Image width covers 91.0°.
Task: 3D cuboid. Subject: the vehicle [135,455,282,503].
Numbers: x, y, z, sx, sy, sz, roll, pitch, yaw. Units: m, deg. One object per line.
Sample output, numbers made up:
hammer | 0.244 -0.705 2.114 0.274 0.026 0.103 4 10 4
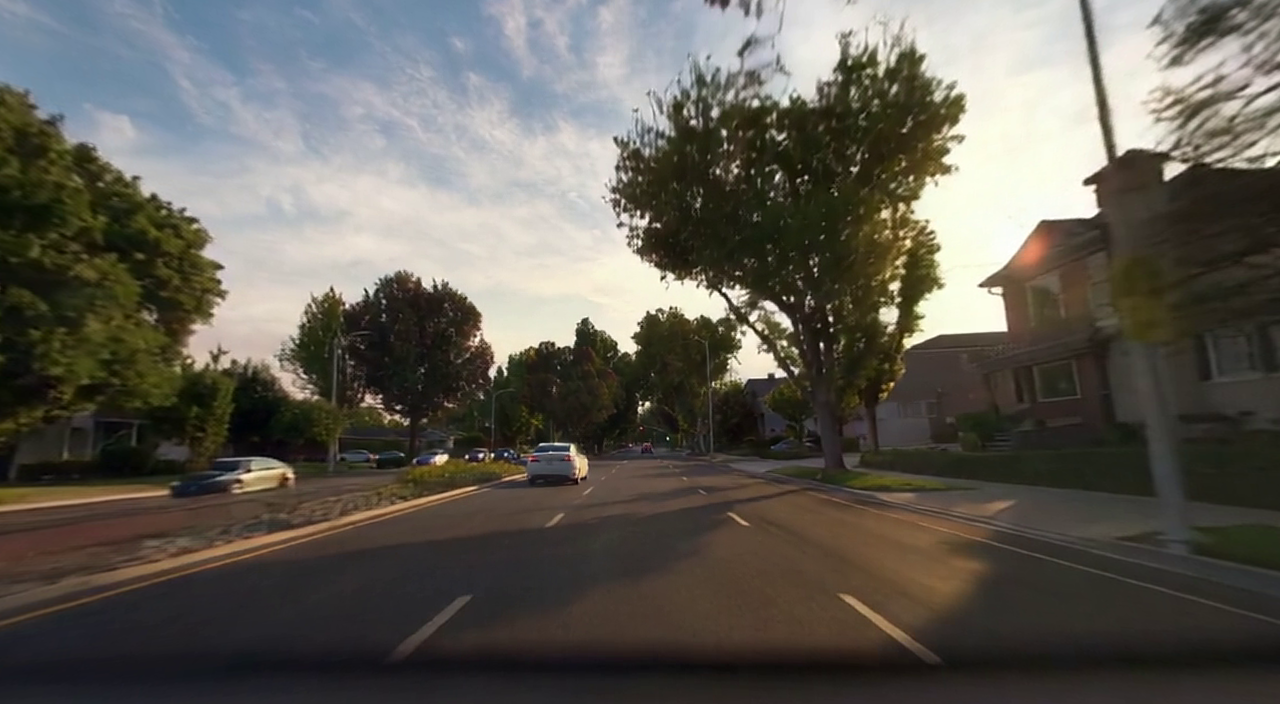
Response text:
vehicle | -15.433 4.526 22.888 1.948 1.492 4.536 -1 -9 3

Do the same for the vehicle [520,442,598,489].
vehicle | -2.803 4.058 22.902 2.106 1.517 4.375 -1 -9 2
